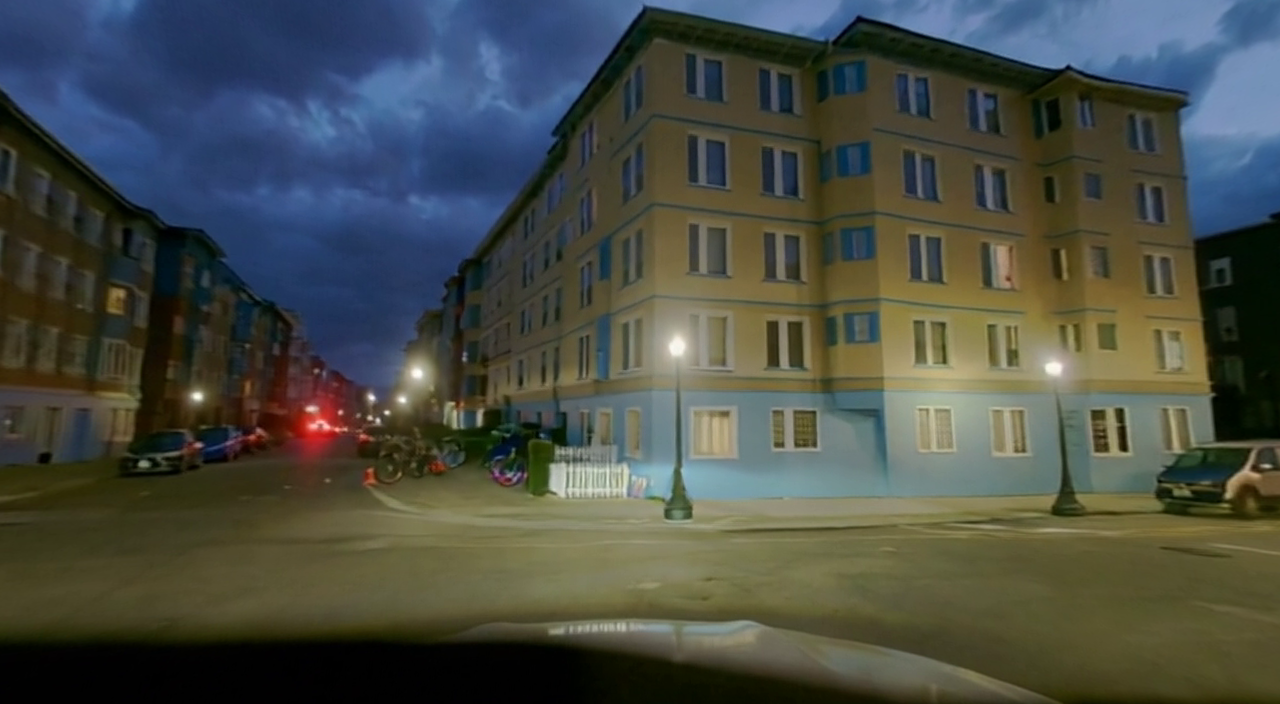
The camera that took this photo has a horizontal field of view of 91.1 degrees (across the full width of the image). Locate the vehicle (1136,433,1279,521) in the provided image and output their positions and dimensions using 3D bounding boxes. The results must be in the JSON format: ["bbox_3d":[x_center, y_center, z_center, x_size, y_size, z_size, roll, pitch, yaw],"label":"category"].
[{"bbox_3d":[11.986,2.344,12.210,3.414,1.519,1.719,1,-8,-10],"label":"vehicle"}]

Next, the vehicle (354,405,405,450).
[{"bbox_3d":[-13.204,3.814,31.697,2.072,2.074,4.358,3,-8,-25],"label":"vehicle"}]

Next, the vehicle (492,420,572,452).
[{"bbox_3d":[-5.076,3.961,29.616,3.404,1.431,1.641,3,-8,-23],"label":"vehicle"}]

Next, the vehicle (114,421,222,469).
[{"bbox_3d":[-15.485,3.049,20.869,1.897,1.431,3.741,3,-8,-22],"label":"vehicle"}]
